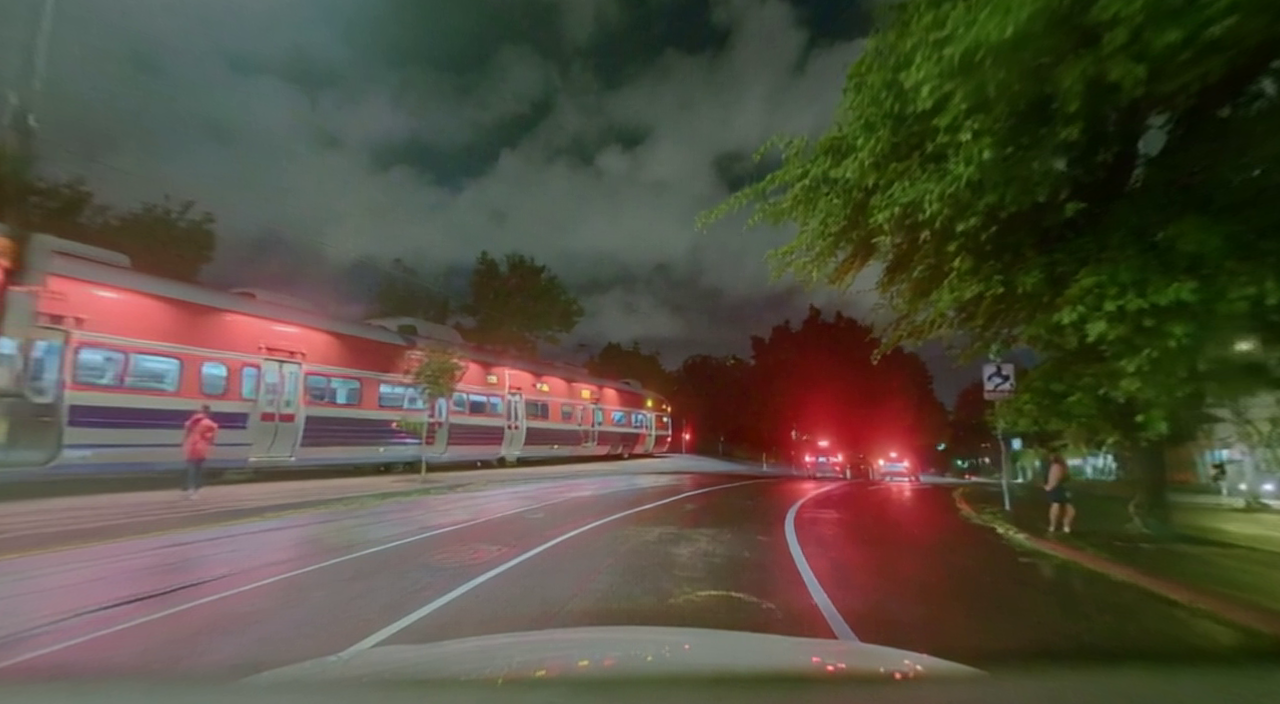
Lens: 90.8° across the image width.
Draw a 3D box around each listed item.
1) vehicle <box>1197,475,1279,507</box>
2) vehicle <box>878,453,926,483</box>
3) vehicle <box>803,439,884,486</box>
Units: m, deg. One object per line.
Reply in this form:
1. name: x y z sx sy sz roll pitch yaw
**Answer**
1. vehicle: 30.894 6.947 31.684 4.118 1.477 1.691 -1 -9 2
2. vehicle: 16.888 7.409 40.602 2.010 1.725 4.320 -6 -10 32
3. vehicle: 8.529 4.534 26.233 2.263 1.765 4.237 -5 -10 29
